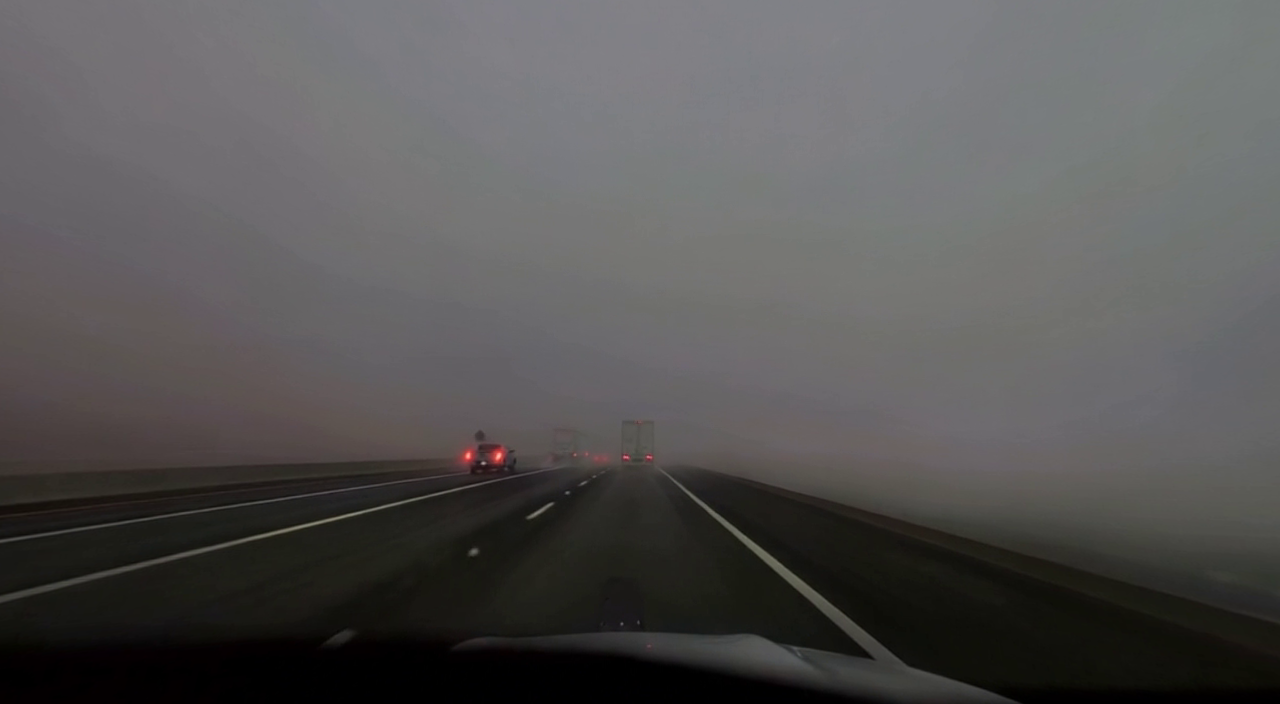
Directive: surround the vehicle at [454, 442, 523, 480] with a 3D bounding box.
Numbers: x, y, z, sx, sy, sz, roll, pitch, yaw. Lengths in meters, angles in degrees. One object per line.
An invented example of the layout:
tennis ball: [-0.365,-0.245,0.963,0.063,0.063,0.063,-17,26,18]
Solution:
vehicle: [-7.167,5.221,30.420,2.067,1.676,4.789,0,-9,1]
